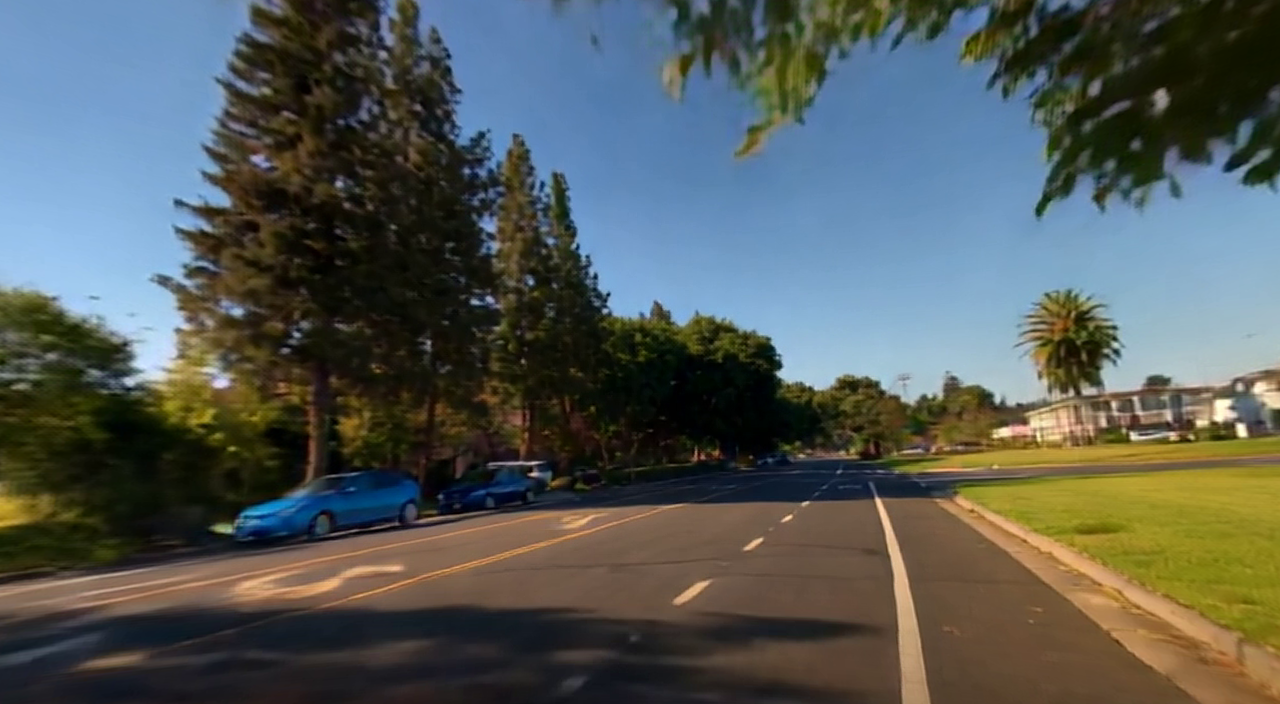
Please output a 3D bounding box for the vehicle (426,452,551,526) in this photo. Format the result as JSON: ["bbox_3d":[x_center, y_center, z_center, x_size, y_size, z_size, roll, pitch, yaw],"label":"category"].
[{"bbox_3d":[-5.271,4.811,22.627,2.087,1.700,4.467,-7,-3,20],"label":"vehicle"}]

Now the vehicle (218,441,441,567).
[{"bbox_3d":[-7.649,3.705,16.304,2.159,1.959,5.179,-7,-2,14],"label":"vehicle"}]
